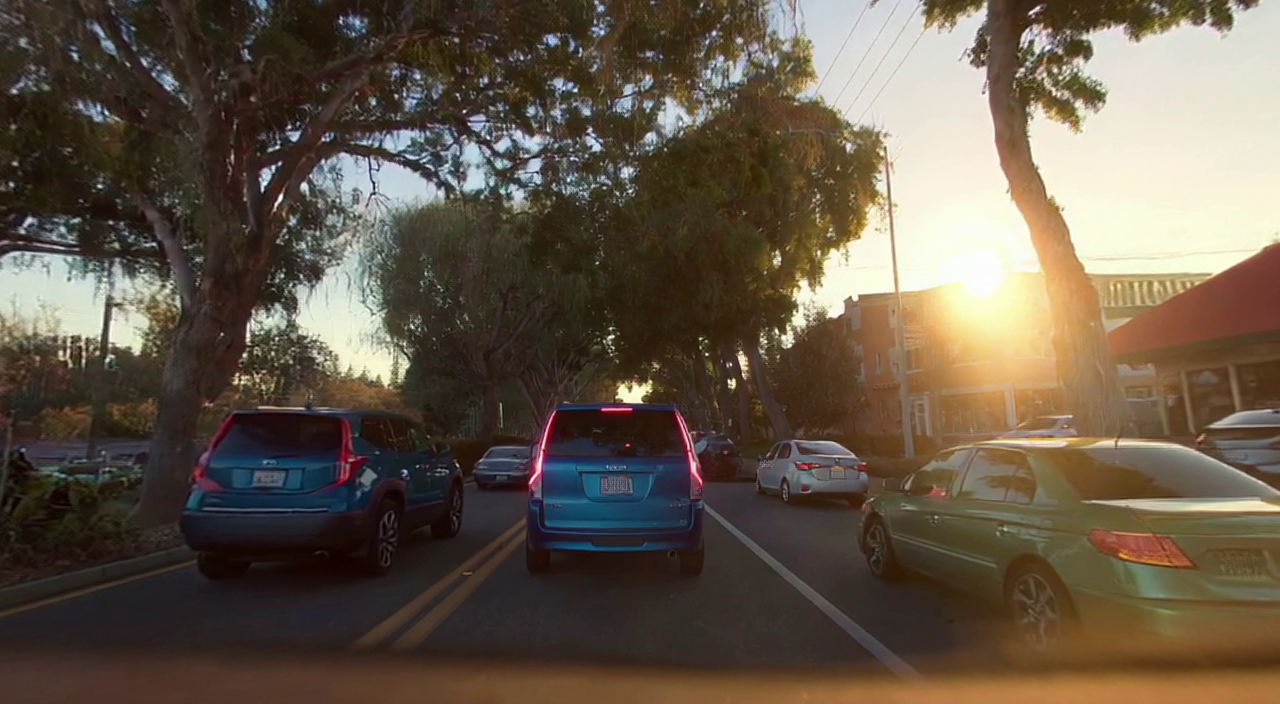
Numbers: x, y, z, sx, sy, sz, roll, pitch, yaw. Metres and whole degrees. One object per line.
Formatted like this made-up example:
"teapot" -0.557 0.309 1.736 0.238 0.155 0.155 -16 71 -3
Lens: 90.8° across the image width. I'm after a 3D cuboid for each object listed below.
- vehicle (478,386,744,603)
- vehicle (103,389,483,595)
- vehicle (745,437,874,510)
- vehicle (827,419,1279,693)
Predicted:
"vehicle" -0.293 1.515 7.526 2.238 1.825 4.190 0 -9 -1
"vehicle" -3.689 1.590 7.998 2.231 1.853 4.461 0 -9 0
"vehicle" 3.923 2.865 15.411 1.875 1.521 4.192 0 -9 -1
"vehicle" 3.360 1.439 5.694 1.900 1.477 4.352 0 -9 -2
